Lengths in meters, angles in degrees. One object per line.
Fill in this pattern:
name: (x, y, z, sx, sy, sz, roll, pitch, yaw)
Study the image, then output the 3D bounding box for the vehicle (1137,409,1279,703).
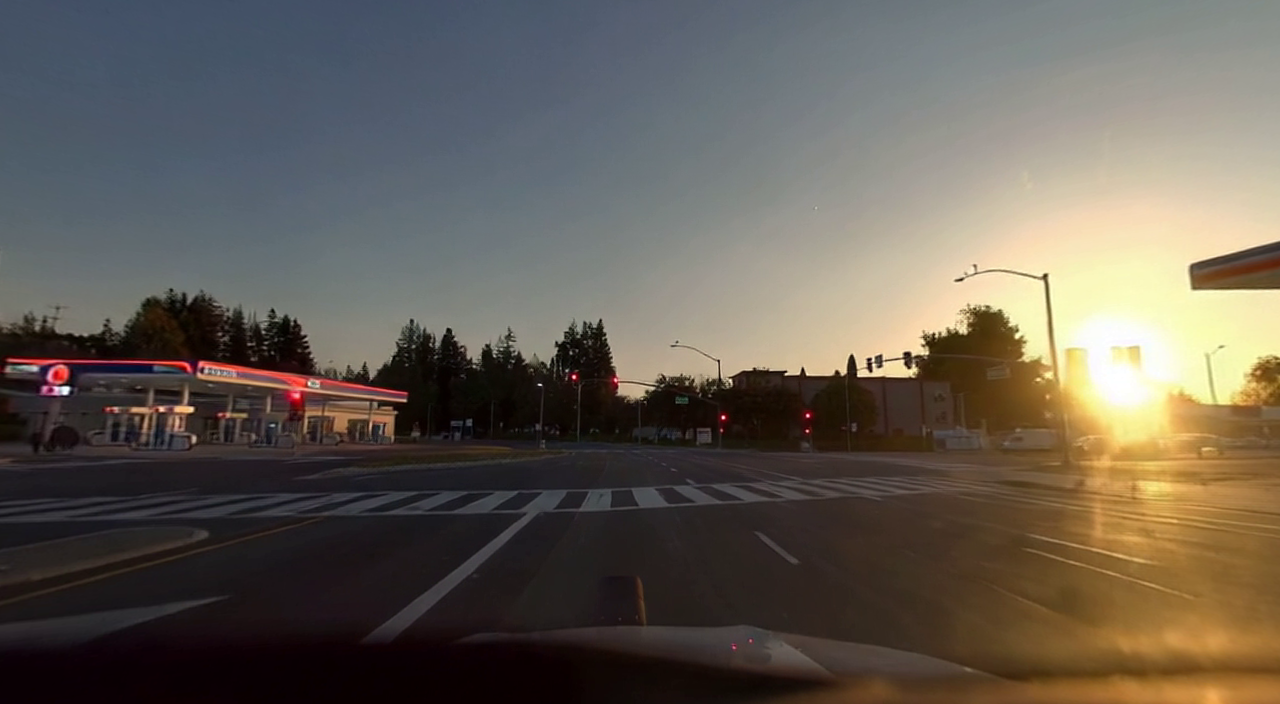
vehicle: (3.252, 0.676, 0.530, 2.023, 1.437, 4.477, 0, -8, 0)
